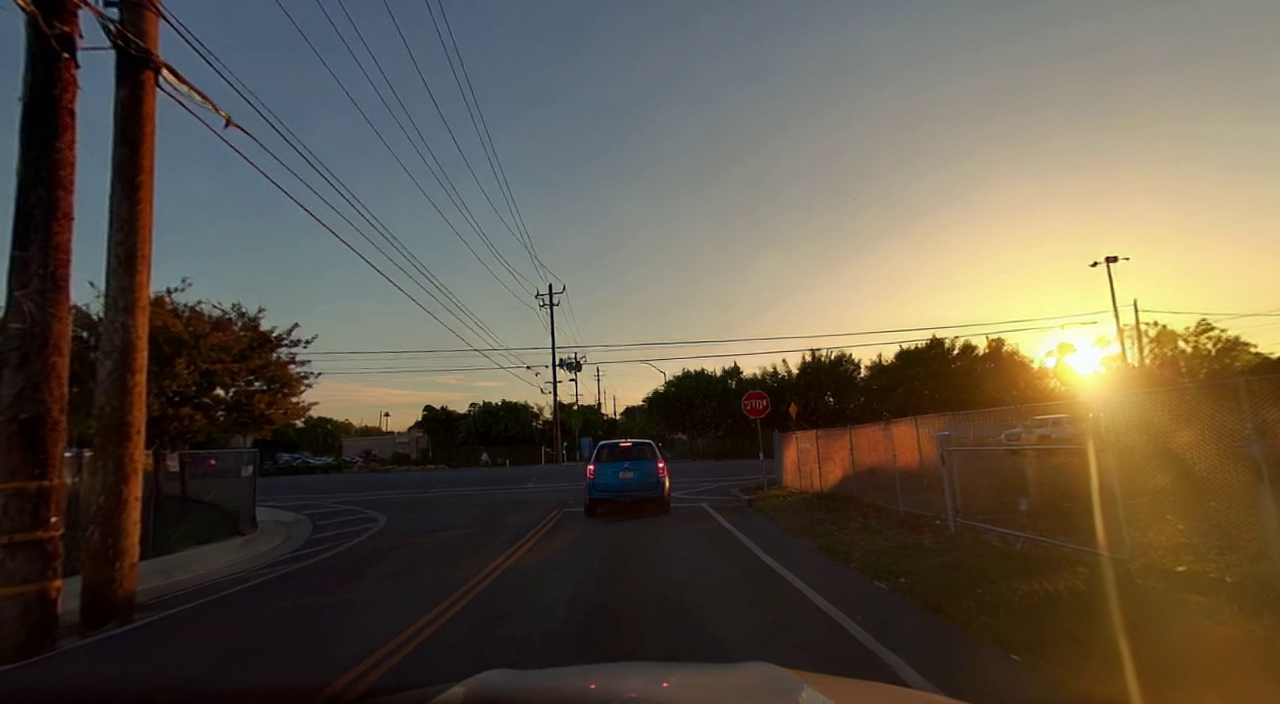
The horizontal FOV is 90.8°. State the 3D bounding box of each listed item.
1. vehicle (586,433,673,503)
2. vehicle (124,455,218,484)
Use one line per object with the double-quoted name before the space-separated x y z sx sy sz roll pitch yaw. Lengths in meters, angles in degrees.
"vehicle" -0.353 3.185 17.743 2.137 1.698 4.166 0 -8 -3
"vehicle" -30.527 7.634 41.228 4.415 1.753 2.029 0 -8 0
